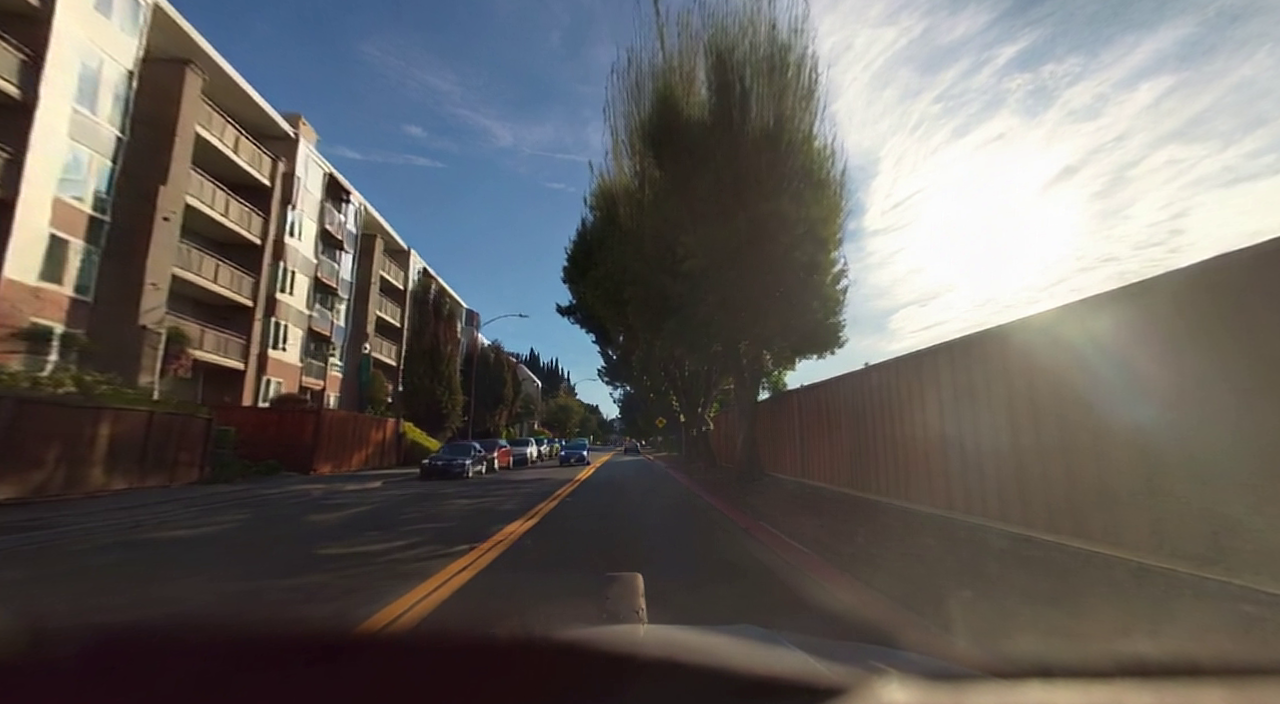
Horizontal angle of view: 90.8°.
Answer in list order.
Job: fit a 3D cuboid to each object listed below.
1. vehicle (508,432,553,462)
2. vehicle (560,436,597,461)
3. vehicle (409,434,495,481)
[{"bbox_3d":[-7.445,6.496,43.368,2.098,1.851,4.817,2,-7,1],"label":"vehicle"},{"bbox_3d":[-4.258,6.784,44.336,2.170,1.631,4.299,0,-9,0],"label":"vehicle"},{"bbox_3d":[-7.164,4.075,24.633,1.913,1.560,4.513,3,-8,0],"label":"vehicle"}]
